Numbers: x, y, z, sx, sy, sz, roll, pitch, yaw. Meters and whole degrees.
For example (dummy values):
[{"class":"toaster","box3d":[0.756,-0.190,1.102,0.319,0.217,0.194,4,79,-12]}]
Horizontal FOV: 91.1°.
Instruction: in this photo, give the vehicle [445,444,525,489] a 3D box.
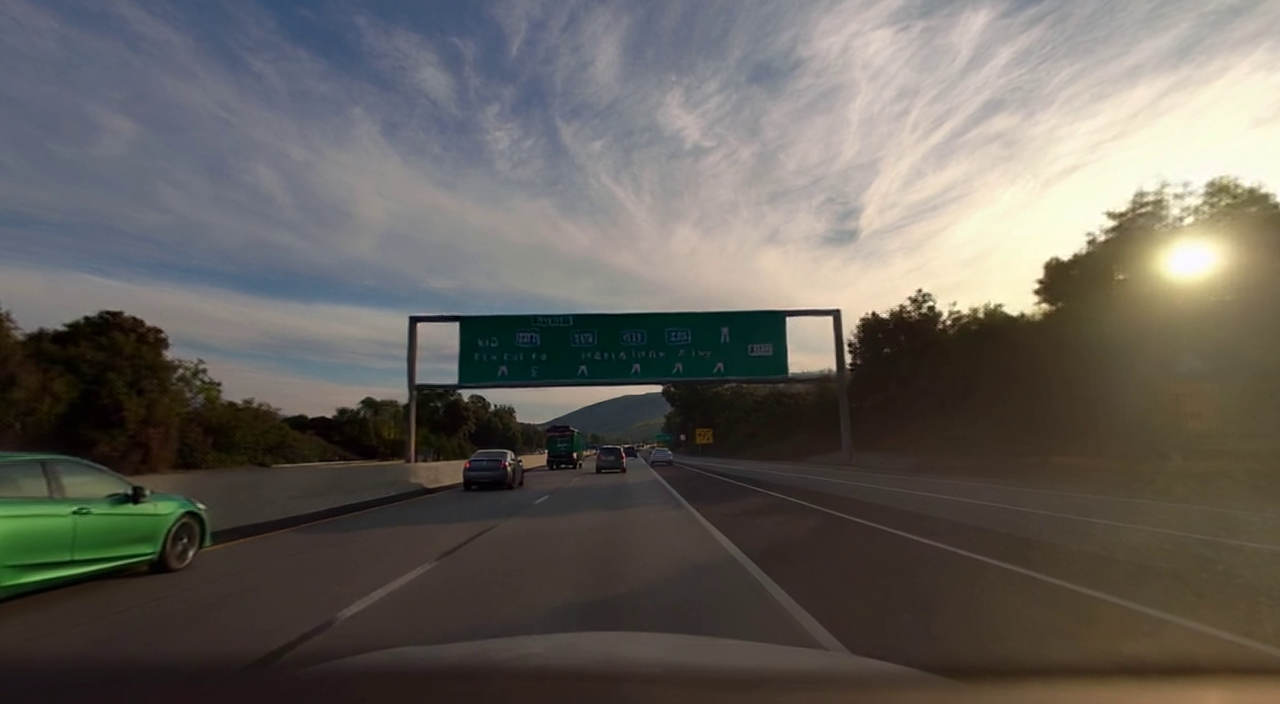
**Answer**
[{"class":"vehicle","box3d":[-5.529,4.120,22.944,1.892,1.481,4.180,0,-9,0]}]

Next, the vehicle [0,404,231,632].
[{"class":"vehicle","box3d":[-5.648,1.273,4.996,2.058,1.626,4.118,0,-9,-2]}]

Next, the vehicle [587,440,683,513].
[{"class":"vehicle","box3d":[-0.123,2.813,14.590,1.940,1.451,3.512,0,-9,-1]}]

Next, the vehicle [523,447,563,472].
[{"class":"vehicle","box3d":[-5.779,6.438,37.860,1.814,1.417,3.860,0,-9,0]}]
